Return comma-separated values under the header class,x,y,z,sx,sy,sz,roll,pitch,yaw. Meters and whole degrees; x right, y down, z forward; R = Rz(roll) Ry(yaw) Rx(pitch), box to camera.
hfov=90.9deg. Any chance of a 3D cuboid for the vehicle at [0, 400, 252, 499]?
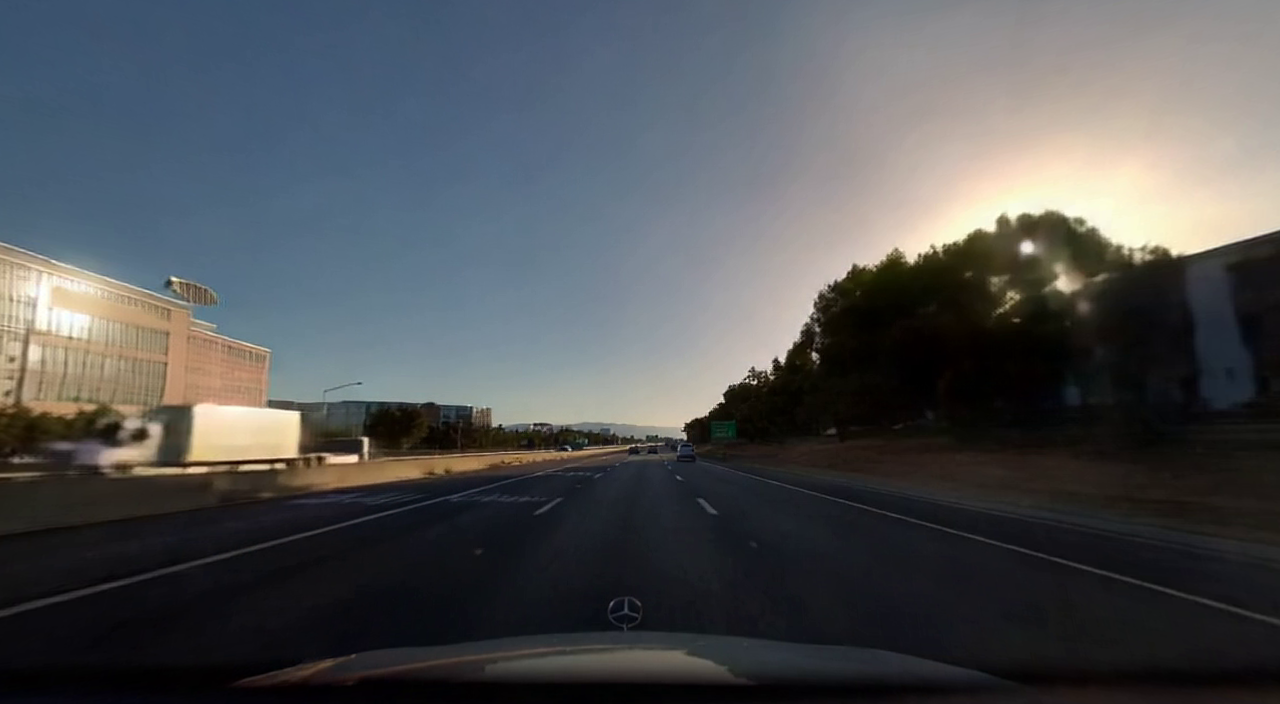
class,x,y,z,sx,sy,sz,roll,pitch,yaw
vehicle,-19.734,3.837,25.171,2.989,3.268,8.334,0,-8,1
